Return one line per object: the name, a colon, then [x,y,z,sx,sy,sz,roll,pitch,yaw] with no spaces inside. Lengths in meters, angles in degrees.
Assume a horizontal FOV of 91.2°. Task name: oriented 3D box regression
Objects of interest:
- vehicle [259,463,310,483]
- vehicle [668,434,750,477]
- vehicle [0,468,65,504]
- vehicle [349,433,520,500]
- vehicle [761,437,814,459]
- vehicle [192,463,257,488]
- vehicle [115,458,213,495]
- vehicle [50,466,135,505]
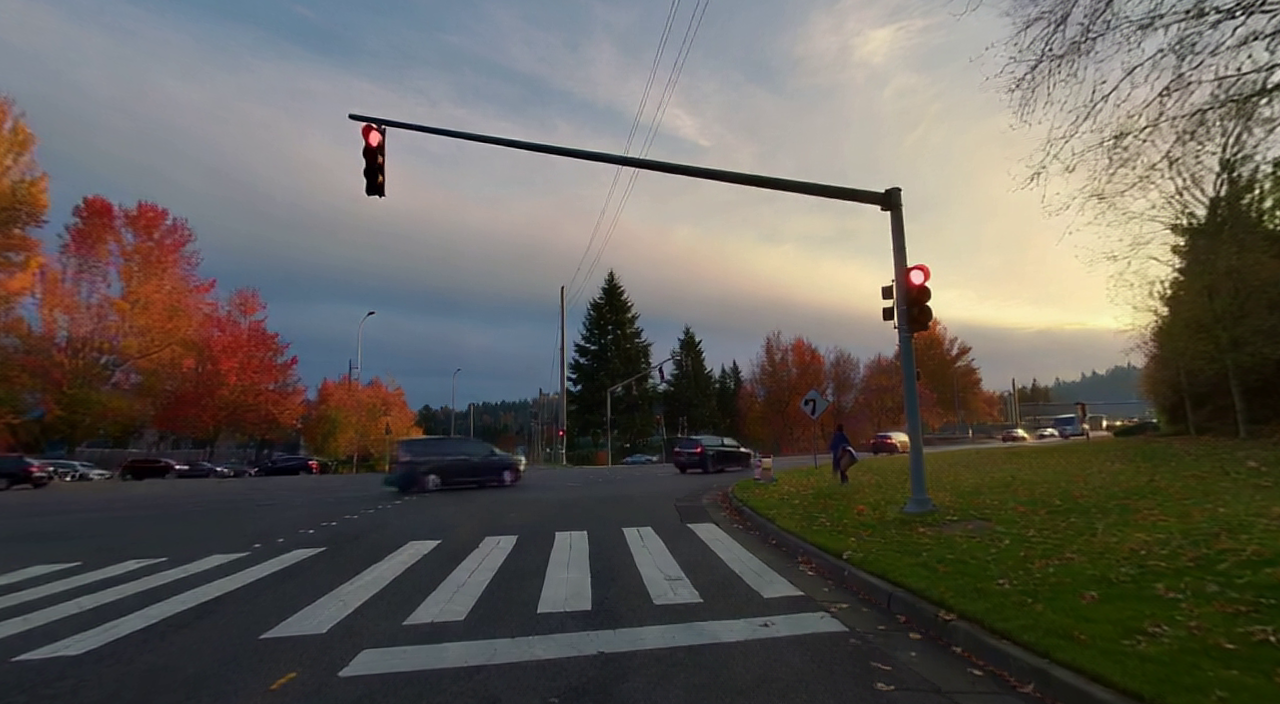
vehicle: [-28.133,9.580,49.743,1.776,1.452,3.920,0,-9,0]
vehicle: [3.448,5.040,30.796,1.942,1.920,4.263,-8,-11,39]
vehicle: [-30.327,6.455,30.346,1.800,1.520,3.968,2,-9,-14]
vehicle: [-6.391,3.583,20.053,2.036,1.849,4.811,-7,-11,38]
vehicle: [11.757,7.626,49.682,1.979,1.659,4.907,-8,-11,39]
vehicle: [-28.533,8.474,43.173,1.768,1.465,3.972,0,-9,-1]
vehicle: [-27.825,7.261,36.891,2.064,1.913,5.081,0,-9,-4]
vehicle: [-25.416,6.160,29.258,1.694,1.528,4.225,3,-9,-23]
